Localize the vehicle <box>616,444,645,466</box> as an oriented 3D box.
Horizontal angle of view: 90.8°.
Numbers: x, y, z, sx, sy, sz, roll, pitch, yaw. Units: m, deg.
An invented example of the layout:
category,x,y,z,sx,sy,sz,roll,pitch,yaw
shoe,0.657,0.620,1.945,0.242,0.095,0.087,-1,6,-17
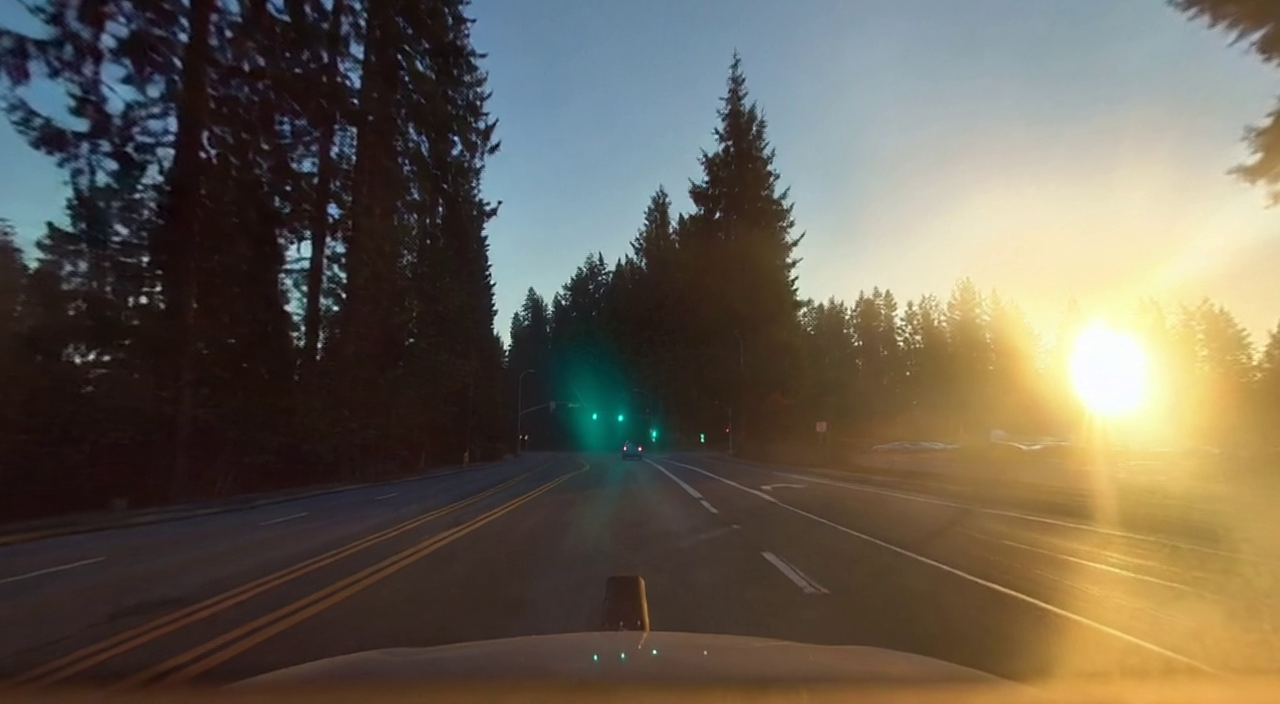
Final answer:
category,x,y,z,sx,sy,sz,roll,pitch,yaw
vehicle,-0.738,7.624,46.946,2.042,1.489,3.963,0,-9,-1
